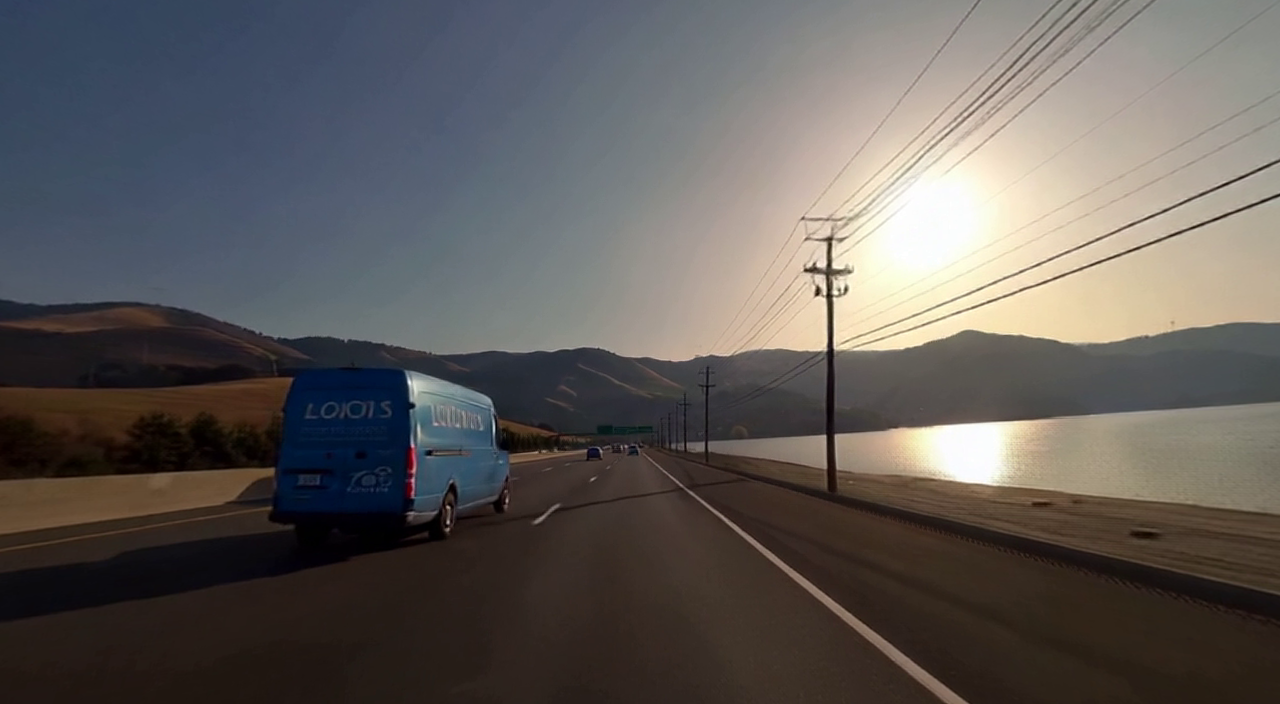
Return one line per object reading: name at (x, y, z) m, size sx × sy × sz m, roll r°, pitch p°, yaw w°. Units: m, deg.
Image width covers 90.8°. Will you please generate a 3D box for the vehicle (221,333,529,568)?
vehicle at (-3.668, 1.613, 10.748) m, size 2.331 × 2.757 × 6.581 m, roll 0°, pitch -8°, yaw 0°
